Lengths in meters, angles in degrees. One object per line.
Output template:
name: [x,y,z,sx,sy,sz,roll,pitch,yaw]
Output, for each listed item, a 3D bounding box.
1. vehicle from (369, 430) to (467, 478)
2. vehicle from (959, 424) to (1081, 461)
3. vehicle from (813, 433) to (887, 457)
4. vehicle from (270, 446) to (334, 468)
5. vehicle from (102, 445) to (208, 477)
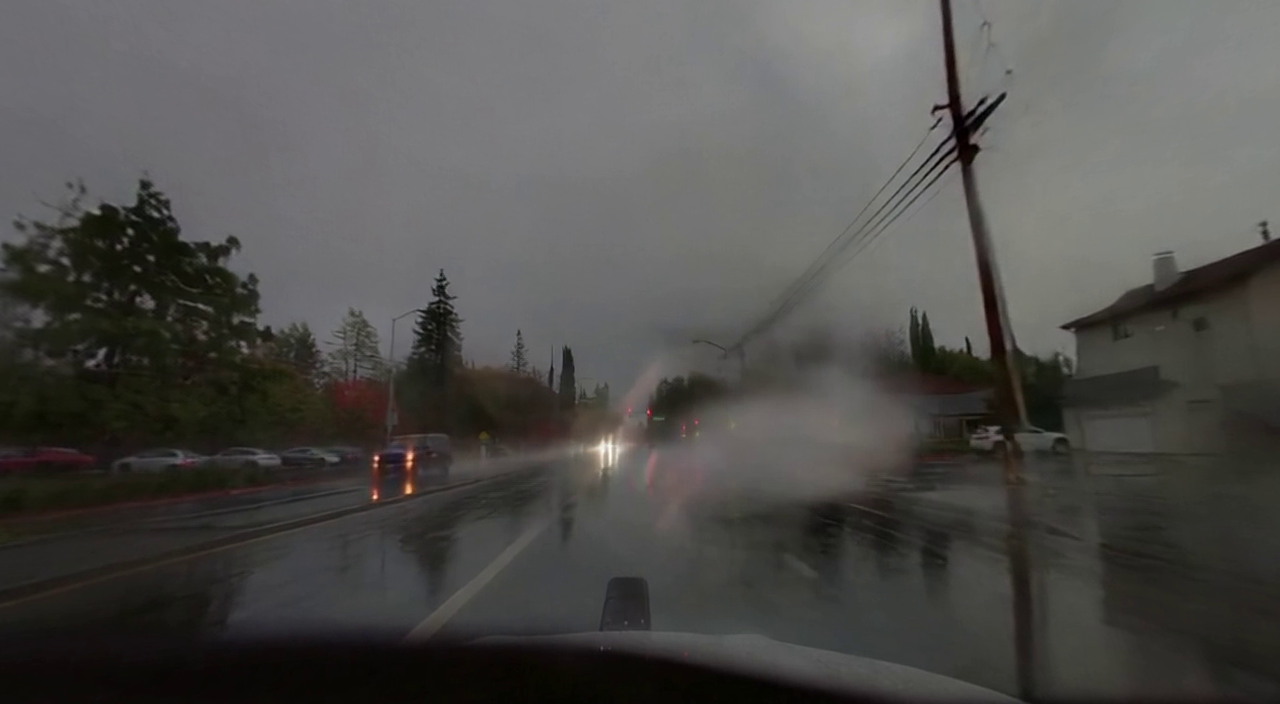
vehicle: [-10.040,4.660,29.127,2.294,1.975,5.773,0,-9,1]
vehicle: [18.478,4.431,30.835,4.591,1.718,2.107,0,-9,-2]
vehicle: [15.275,6.803,46.056,4.625,1.467,1.991,-3,-8,2]
vehicle: [-22.532,7.010,42.081,3.348,1.380,1.584,2,-8,-7]
vehicle: [-22.204,4.999,28.957,3.459,1.419,1.631,0,-9,-2]
